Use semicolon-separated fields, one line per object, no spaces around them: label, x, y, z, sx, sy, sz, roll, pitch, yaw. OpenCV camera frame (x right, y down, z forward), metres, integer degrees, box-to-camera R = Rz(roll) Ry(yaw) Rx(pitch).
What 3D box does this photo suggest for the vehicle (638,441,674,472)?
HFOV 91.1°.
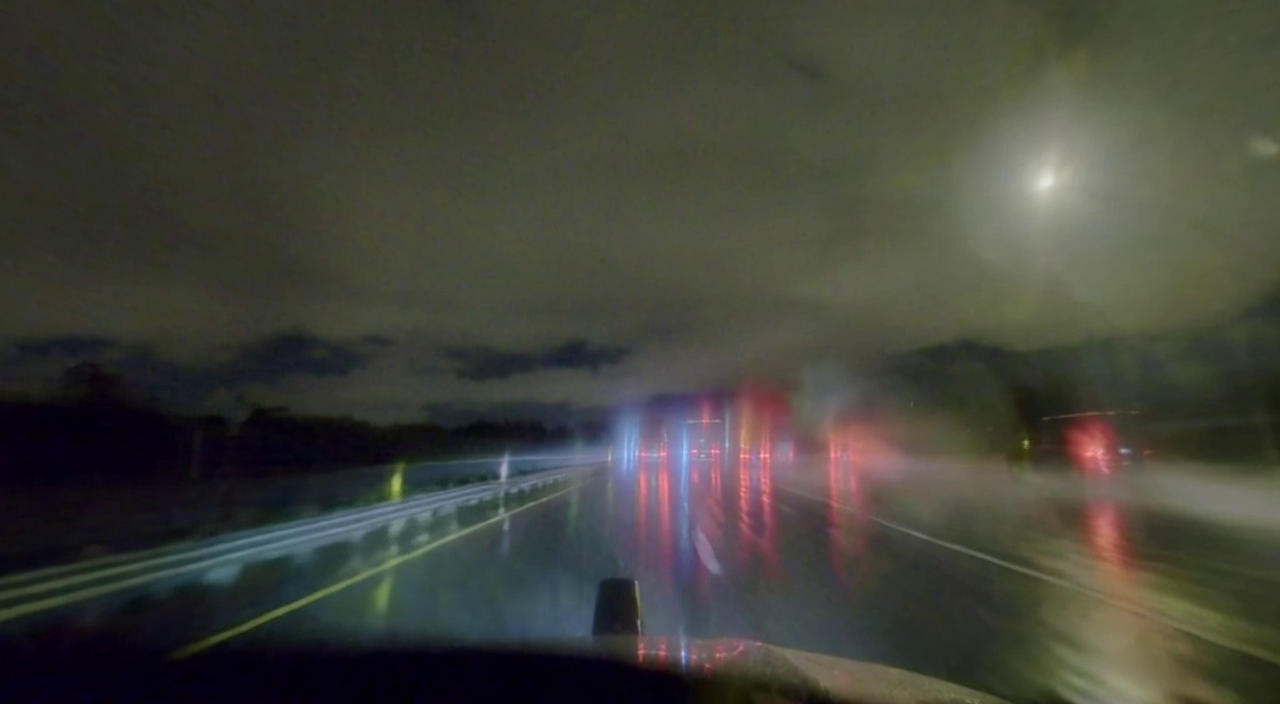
vehicle;1.165;7.336;44.368;2.271;2.049;4.894;-1;-9;4
